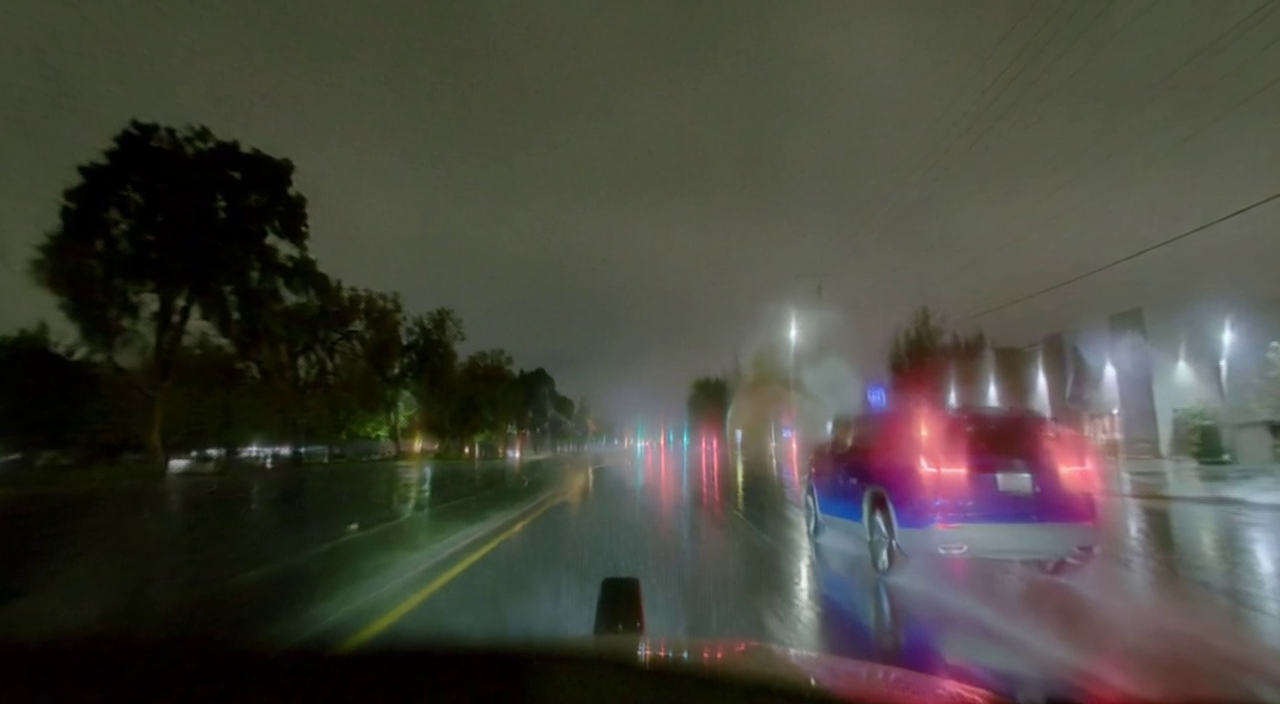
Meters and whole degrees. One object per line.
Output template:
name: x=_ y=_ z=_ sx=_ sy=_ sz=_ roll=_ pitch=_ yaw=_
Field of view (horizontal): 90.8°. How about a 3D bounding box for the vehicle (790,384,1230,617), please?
vehicle: x=3.200 y=1.387 z=6.790 sx=2.060 sy=1.665 sz=4.284 roll=0 pitch=-8 yaw=-1
